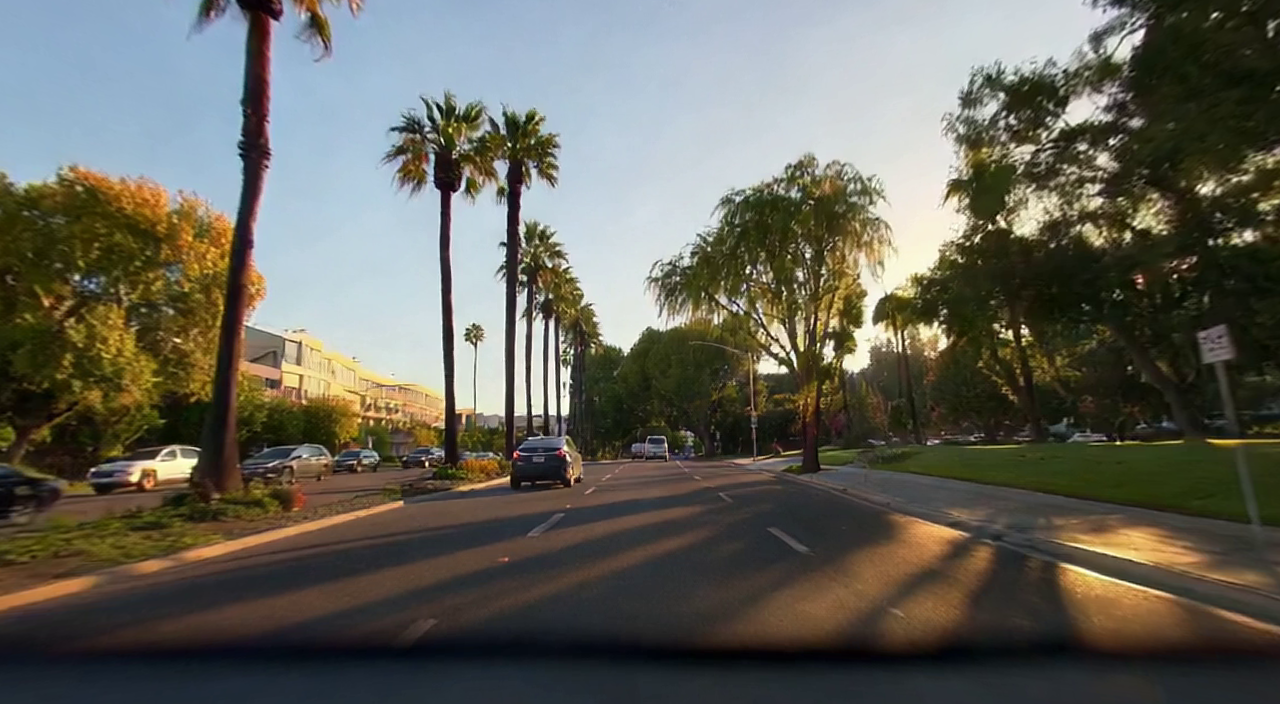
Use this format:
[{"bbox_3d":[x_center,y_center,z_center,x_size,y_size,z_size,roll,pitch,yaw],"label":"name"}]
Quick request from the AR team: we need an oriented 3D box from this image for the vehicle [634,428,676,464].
[{"bbox_3d":[1.211,7.031,46.948,2.758,2.550,4.206,-1,-9,7],"label":"vehicle"}]

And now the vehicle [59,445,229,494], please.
[{"bbox_3d":[-20.680,4.874,26.647,2.332,1.852,5.739,-1,-8,3],"label":"vehicle"}]

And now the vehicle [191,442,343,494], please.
[{"bbox_3d":[-15.482,4.822,26.651,2.557,1.912,5.960,-1,-8,3],"label":"vehicle"}]

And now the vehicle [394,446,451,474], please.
[{"bbox_3d":[-15.565,7.726,45.246,2.142,1.913,4.745,-1,-8,3],"label":"vehicle"}]

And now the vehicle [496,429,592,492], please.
[{"bbox_3d":[-2.989,3.530,20.716,2.188,1.819,4.667,-1,-8,3],"label":"vehicle"}]
